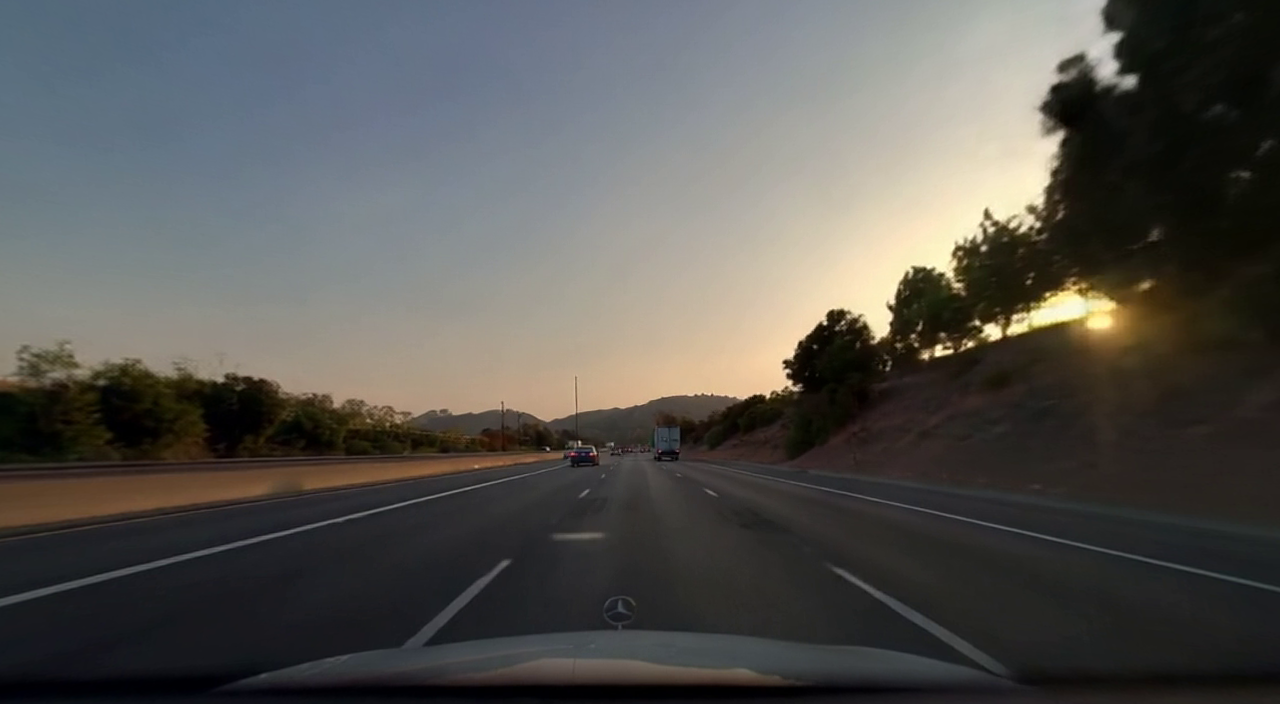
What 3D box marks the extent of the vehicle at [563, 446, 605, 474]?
[{"bbox_3d":[-3.241,6.297,36.968,2.100,1.525,4.179,0,-9,0],"label":"vehicle"}]
